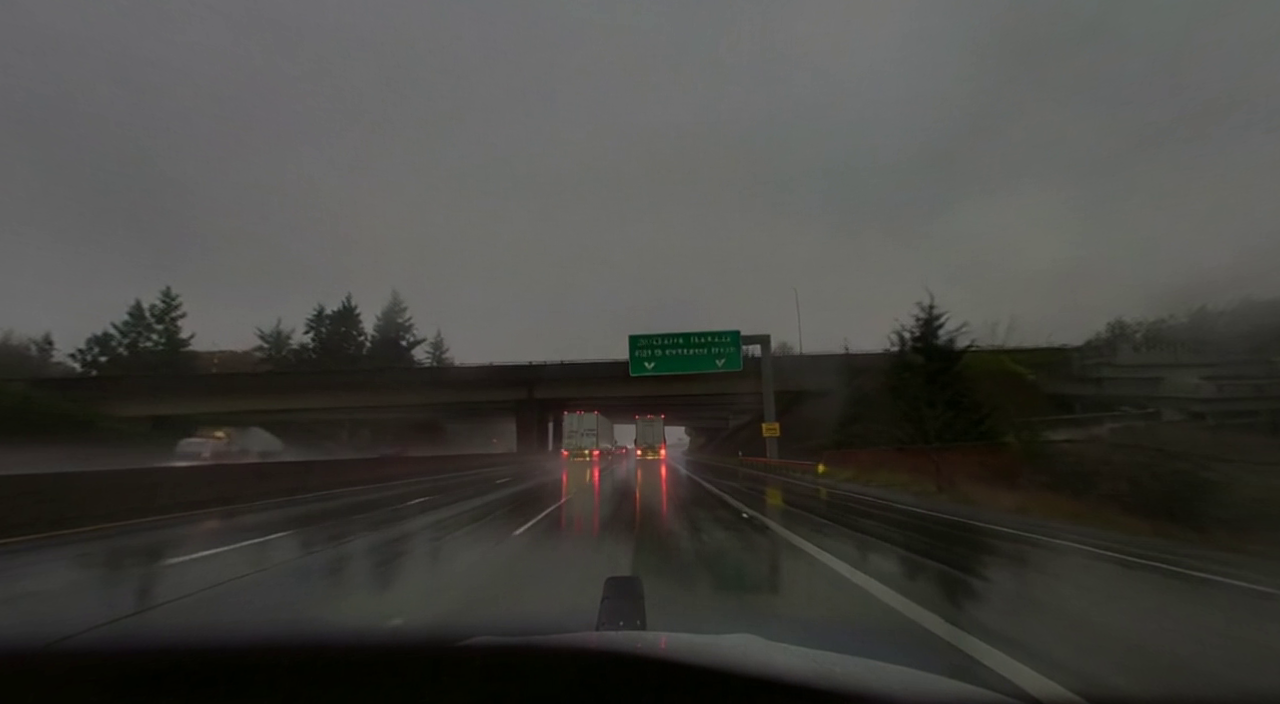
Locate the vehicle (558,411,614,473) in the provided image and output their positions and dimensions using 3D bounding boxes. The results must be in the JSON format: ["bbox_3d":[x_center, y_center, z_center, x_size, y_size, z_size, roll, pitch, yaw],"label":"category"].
[{"bbox_3d":[-3.000,5.334,37.024,2.696,3.266,7.062,0,-9,0],"label":"vehicle"}]
